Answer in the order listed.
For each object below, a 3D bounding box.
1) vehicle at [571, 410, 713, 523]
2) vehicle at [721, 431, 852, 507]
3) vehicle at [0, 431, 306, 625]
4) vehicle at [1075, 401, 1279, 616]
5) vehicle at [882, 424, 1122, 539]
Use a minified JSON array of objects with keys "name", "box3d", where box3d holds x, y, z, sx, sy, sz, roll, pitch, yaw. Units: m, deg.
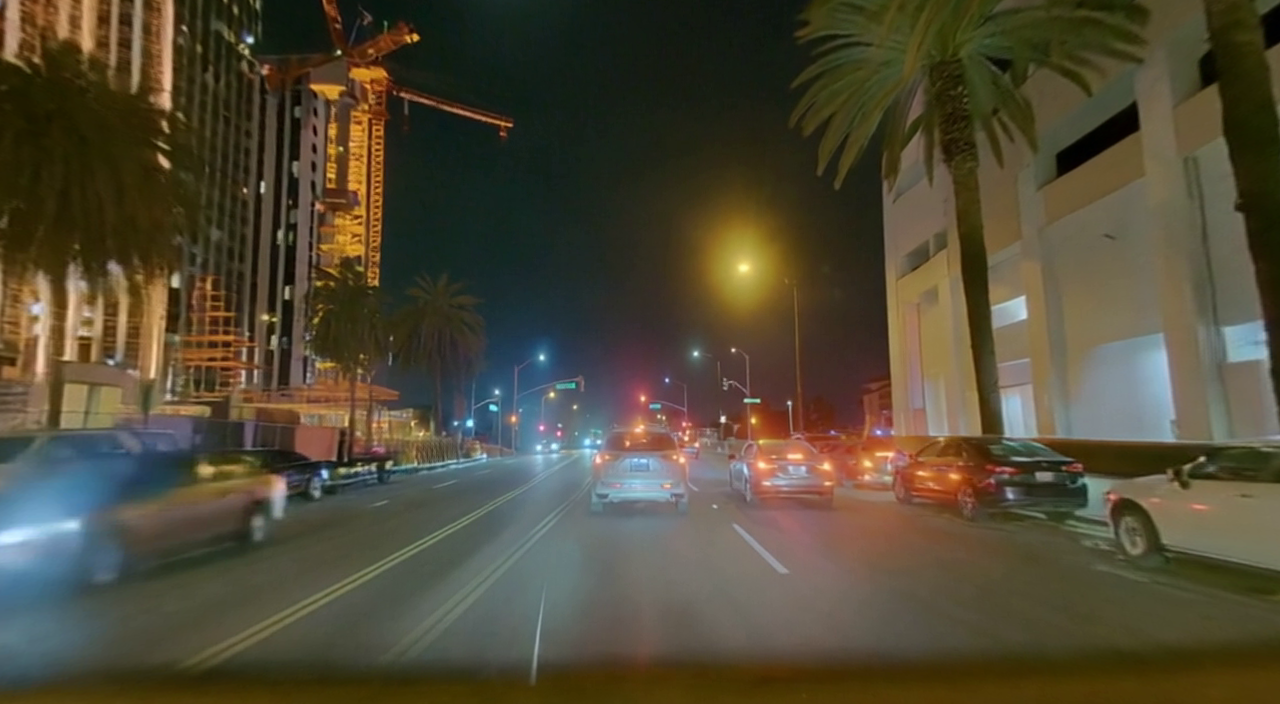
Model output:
[{"name":"vehicle","box3d":[0.017,2.144,12.287,2.264,1.798,4.258,0,-8,0]},{"name":"vehicle","box3d":[3.154,2.616,14.537,1.999,1.487,3.939,0,-8,-1]},{"name":"vehicle","box3d":[-5.953,1.692,7.124,2.020,1.486,4.363,0,-8,-1]},{"name":"vehicle","box3d":[6.346,1.336,5.445,1.886,1.792,4.525,0,-8,-1]},{"name":"vehicle","box3d":[6.180,2.185,11.489,1.819,1.672,4.139,0,-7,-1]}]
